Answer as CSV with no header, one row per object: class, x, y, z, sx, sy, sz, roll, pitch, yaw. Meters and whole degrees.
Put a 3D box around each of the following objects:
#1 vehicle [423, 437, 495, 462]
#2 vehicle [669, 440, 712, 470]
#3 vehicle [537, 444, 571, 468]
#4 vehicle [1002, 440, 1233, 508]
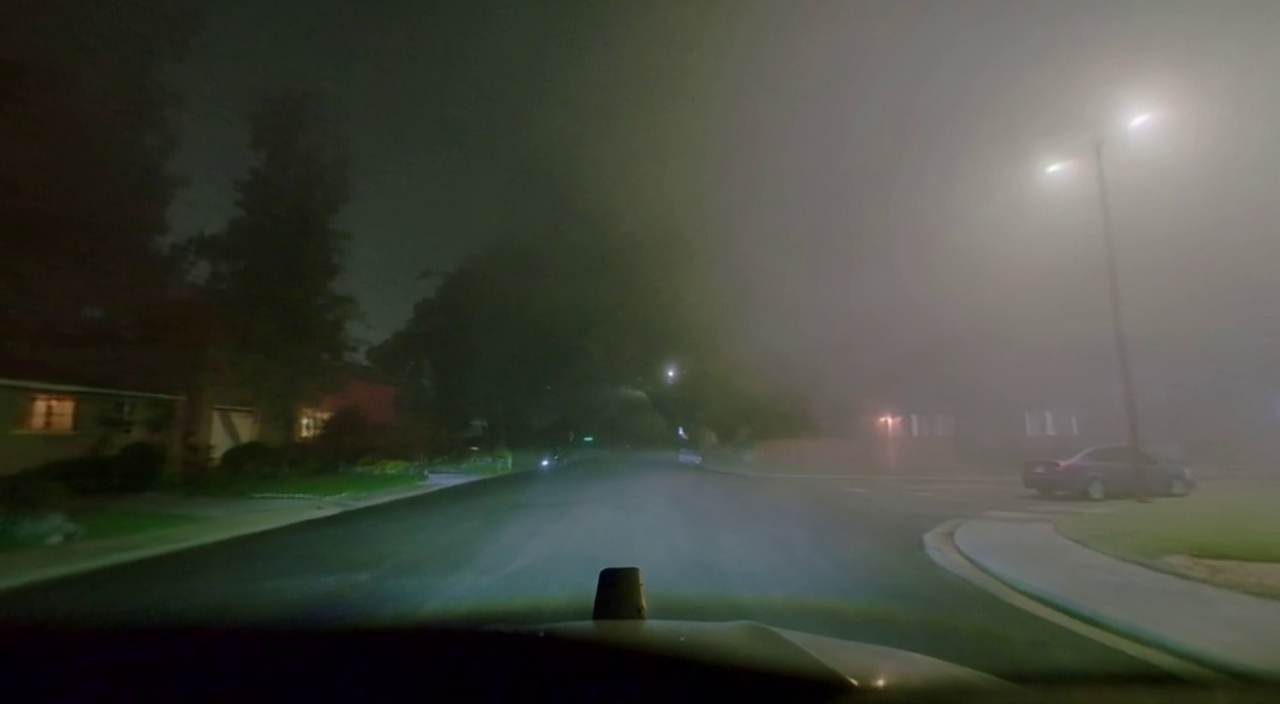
vehicle,-13.830,7.513,48.272,5.019,1.867,2.006,1,-9,-8
vehicle,3.143,6.506,39.820,2.140,1.749,4.369,1,-9,-3
vehicle,-6.025,7.305,44.296,1.947,1.557,3.900,0,-9,-2
vehicle,12.596,3.162,16.717,4.708,1.527,2.113,0,-8,-10
